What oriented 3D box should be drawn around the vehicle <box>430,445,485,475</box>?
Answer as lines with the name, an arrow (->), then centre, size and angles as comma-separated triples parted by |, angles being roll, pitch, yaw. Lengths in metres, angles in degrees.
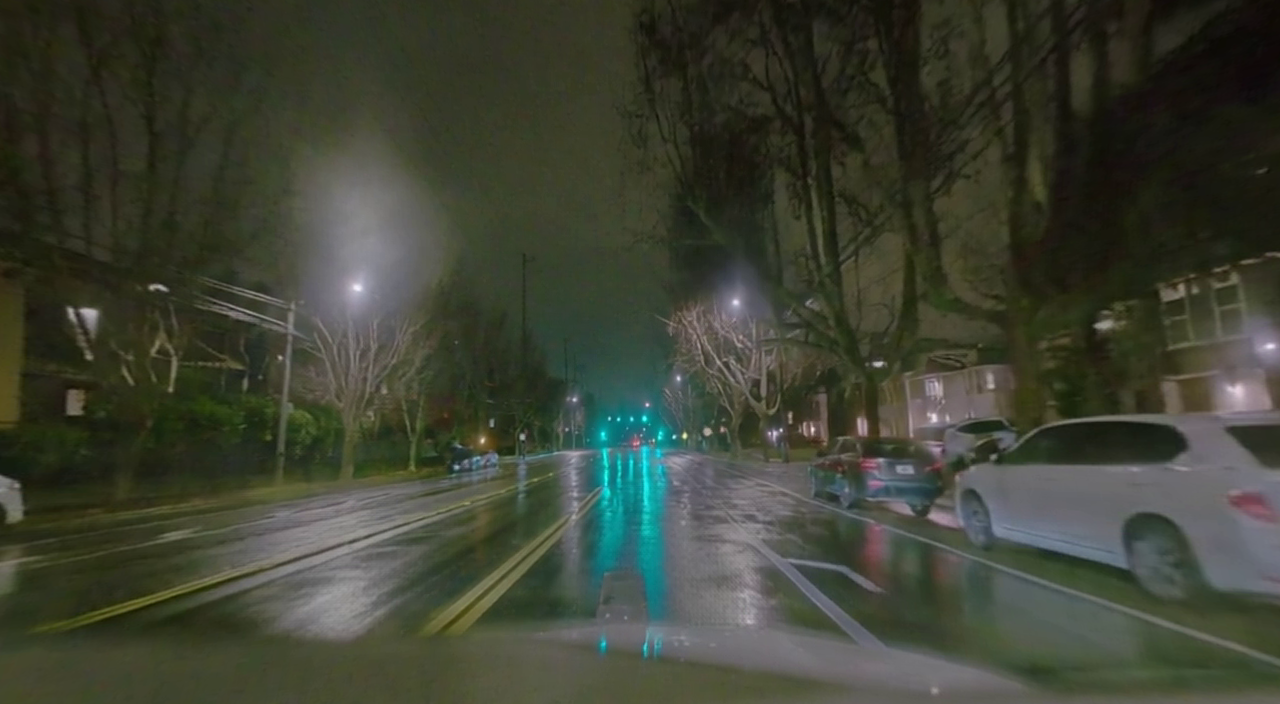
vehicle -> -11.301, 6.733, 39.453 | 2.023, 1.629, 4.822 | -2, -8, 0

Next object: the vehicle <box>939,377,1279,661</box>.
vehicle -> 5.187, 1.346, 5.957 | 2.112, 1.788, 5.605 | 0, -8, 2

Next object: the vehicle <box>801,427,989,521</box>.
vehicle -> 5.252, 2.567, 13.862 | 2.104, 1.687, 4.636 | 0, -8, -1
